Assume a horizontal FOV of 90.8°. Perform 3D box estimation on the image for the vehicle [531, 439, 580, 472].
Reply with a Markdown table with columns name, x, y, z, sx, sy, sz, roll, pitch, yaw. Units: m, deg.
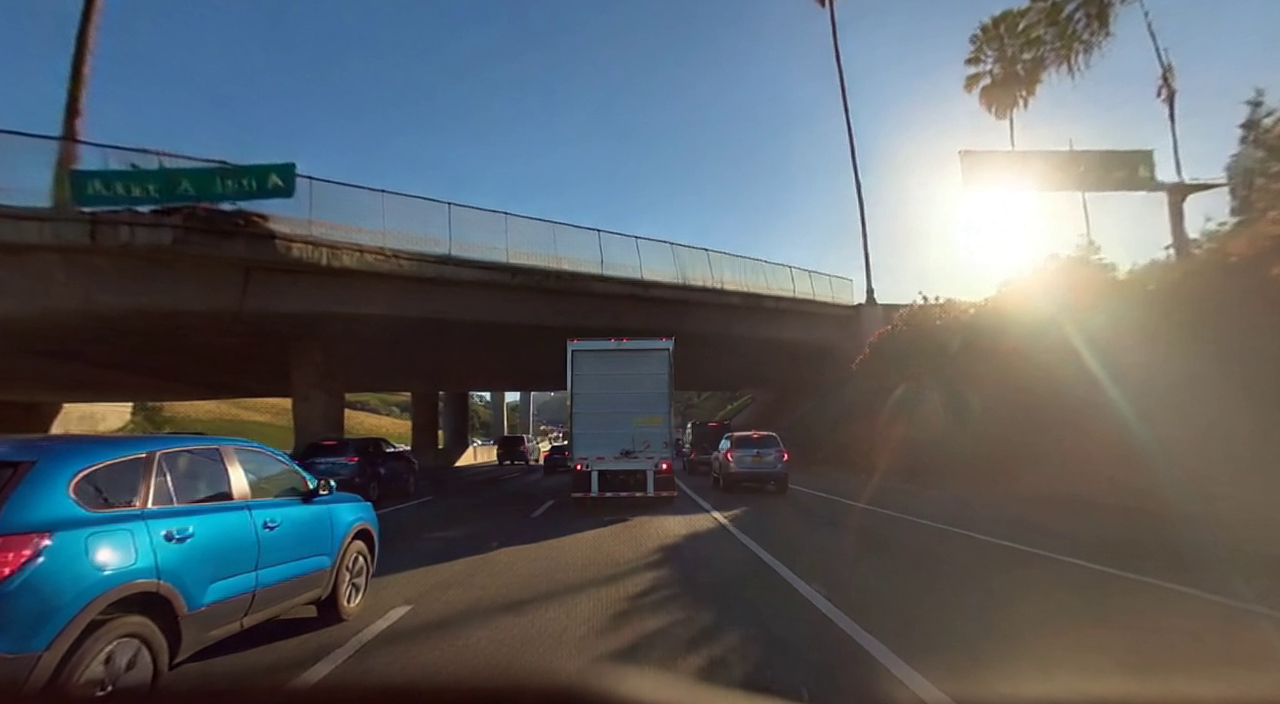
| name | x | y | z | sx | sy | sz | roll | pitch | yaw |
| --- | --- | --- | --- | --- | --- | --- | --- | --- | --- |
| vehicle | -4.020 | 5.008 | 30.635 | 1.874 | 1.475 | 4.328 | 0 | -9 | -1 |

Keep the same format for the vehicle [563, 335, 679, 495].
| name | x | y | z | sx | sy | sz | roll | pitch | yaw |
| --- | --- | --- | --- | --- | --- | --- | --- | --- | --- |
| vehicle | -0.446 | 2.372 | 21.404 | 2.906 | 4.040 | 10.743 | 0 | -9 | 0 |

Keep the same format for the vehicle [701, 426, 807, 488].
| name | x | y | z | sx | sy | sz | roll | pitch | yaw |
| --- | --- | --- | --- | --- | --- | --- | --- | --- | --- |
| vehicle | 2.895 | 2.815 | 17.119 | 1.859 | 1.416 | 4.695 | 0 | -9 | -2 |

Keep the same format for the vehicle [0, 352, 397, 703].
| name | x | y | z | sx | sy | sz | roll | pitch | yaw |
| --- | --- | --- | --- | --- | --- | --- | --- | --- | --- |
| vehicle | -3.225 | 1.090 | 3.857 | 1.885 | 1.654 | 4.103 | 0 | -9 | -1 |

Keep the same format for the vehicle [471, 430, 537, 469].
| name | x | y | z | sx | sy | sz | roll | pitch | yaw |
| --- | --- | --- | --- | --- | --- | --- | --- | --- | --- |
| vehicle | -7.315 | 5.362 | 34.711 | 2.344 | 1.954 | 5.579 | 0 | -9 | 1 |
